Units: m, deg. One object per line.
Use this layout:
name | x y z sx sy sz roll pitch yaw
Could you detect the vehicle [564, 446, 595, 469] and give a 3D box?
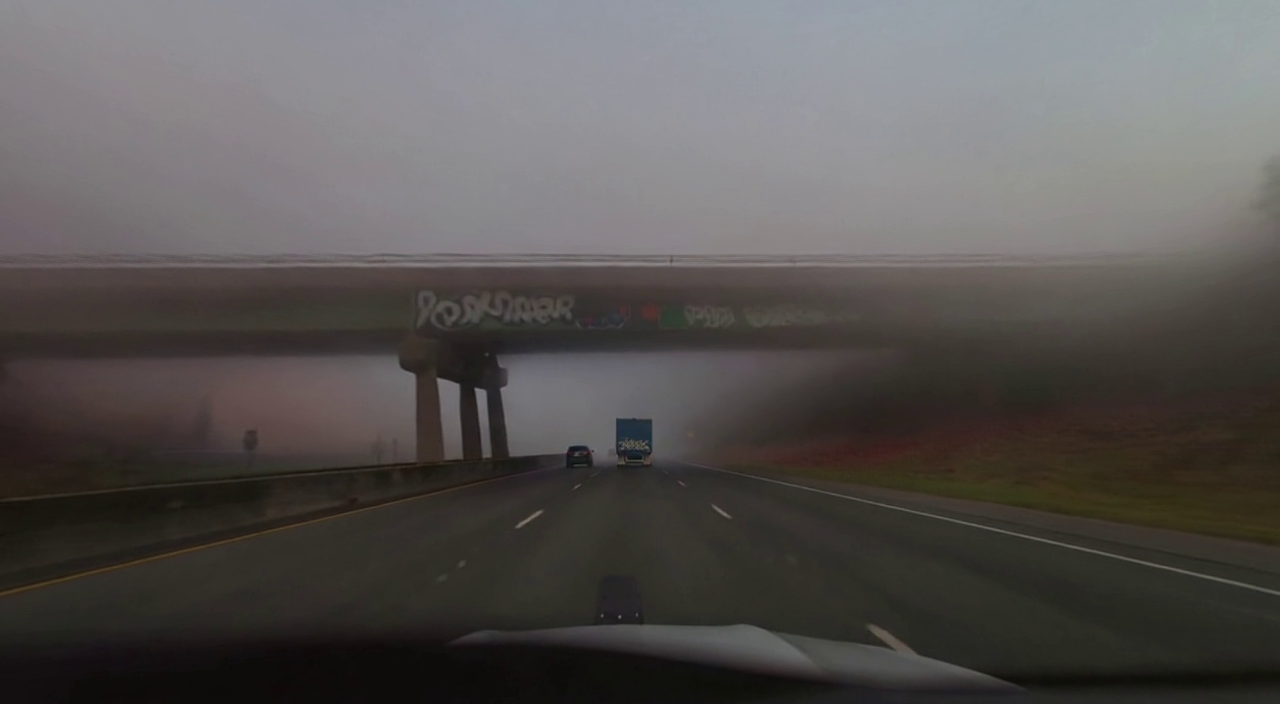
vehicle | -4.336 7.611 45.357 1.892 1.529 3.996 0 -9 -1
